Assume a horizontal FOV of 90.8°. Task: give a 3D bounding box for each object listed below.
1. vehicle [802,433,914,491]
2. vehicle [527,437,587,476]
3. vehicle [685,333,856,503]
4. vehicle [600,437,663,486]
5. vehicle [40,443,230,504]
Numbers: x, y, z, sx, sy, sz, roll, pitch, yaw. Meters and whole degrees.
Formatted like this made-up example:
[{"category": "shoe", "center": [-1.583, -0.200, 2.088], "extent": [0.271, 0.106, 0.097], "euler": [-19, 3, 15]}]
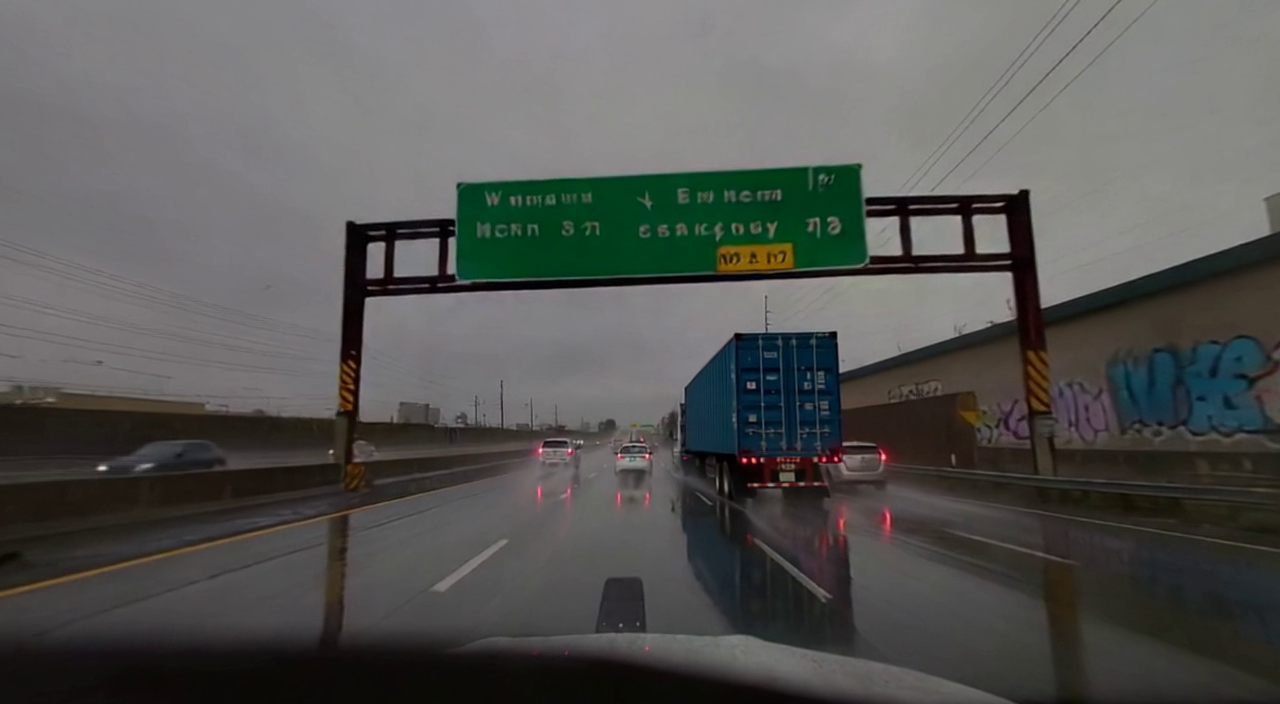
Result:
[{"category": "vehicle", "center": [7.241, 3.699, 21.574], "extent": [2.202, 1.731, 4.628], "euler": [0, -9, 0]}, {"category": "vehicle", "center": [-4.052, 5.207, 31.617], "extent": [2.264, 1.804, 4.584], "euler": [0, -9, 1]}, {"category": "vehicle", "center": [3.538, 2.521, 21.541], "extent": [2.800, 4.039, 13.179], "euler": [0, -9, -1]}, {"category": "vehicle", "center": [-0.326, 4.133, 24.171], "extent": [2.191, 1.685, 4.015], "euler": [0, -9, 0]}, {"category": "vehicle", "center": [-14.072, 3.382, 18.035], "extent": [1.959, 1.487, 4.293], "euler": [0, -9, -2]}]
